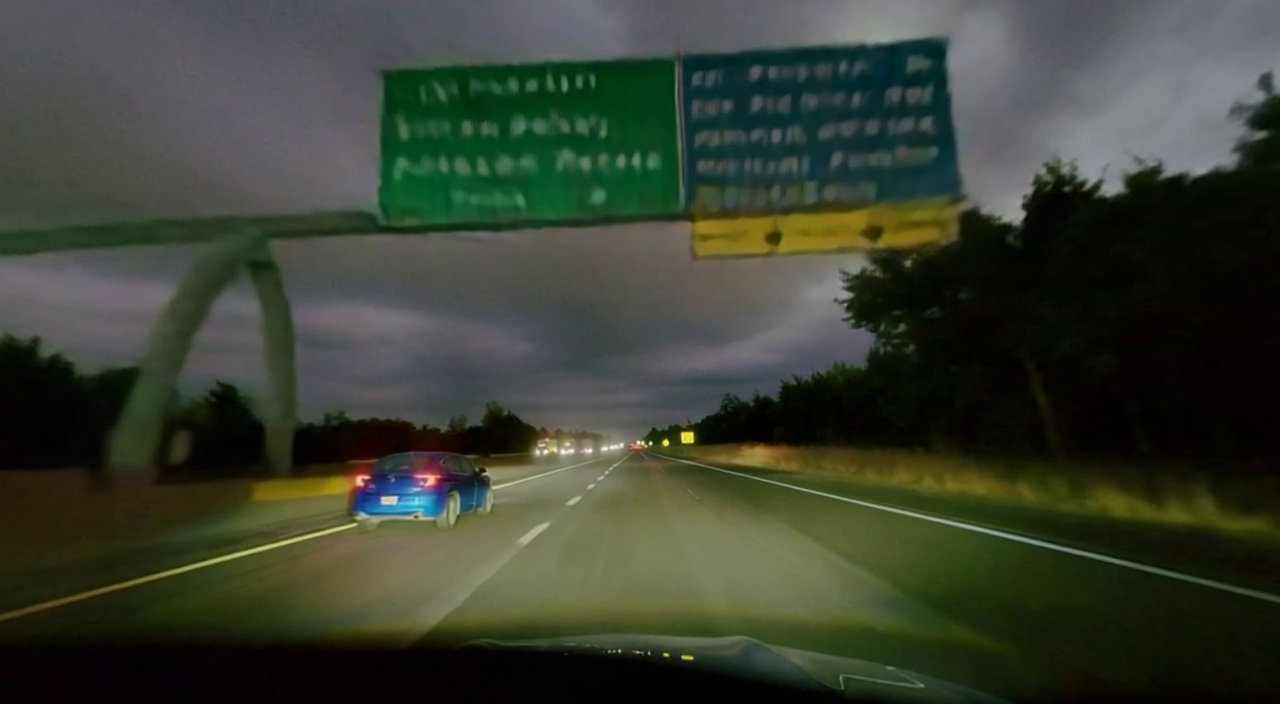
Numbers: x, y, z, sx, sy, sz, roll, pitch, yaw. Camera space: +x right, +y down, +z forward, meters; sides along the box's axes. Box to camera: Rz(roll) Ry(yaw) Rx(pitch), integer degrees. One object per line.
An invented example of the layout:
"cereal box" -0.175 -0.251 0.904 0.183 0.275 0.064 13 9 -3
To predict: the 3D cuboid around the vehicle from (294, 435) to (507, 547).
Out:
"vehicle" -3.766 2.246 10.816 2.121 1.537 3.852 0 -9 0
